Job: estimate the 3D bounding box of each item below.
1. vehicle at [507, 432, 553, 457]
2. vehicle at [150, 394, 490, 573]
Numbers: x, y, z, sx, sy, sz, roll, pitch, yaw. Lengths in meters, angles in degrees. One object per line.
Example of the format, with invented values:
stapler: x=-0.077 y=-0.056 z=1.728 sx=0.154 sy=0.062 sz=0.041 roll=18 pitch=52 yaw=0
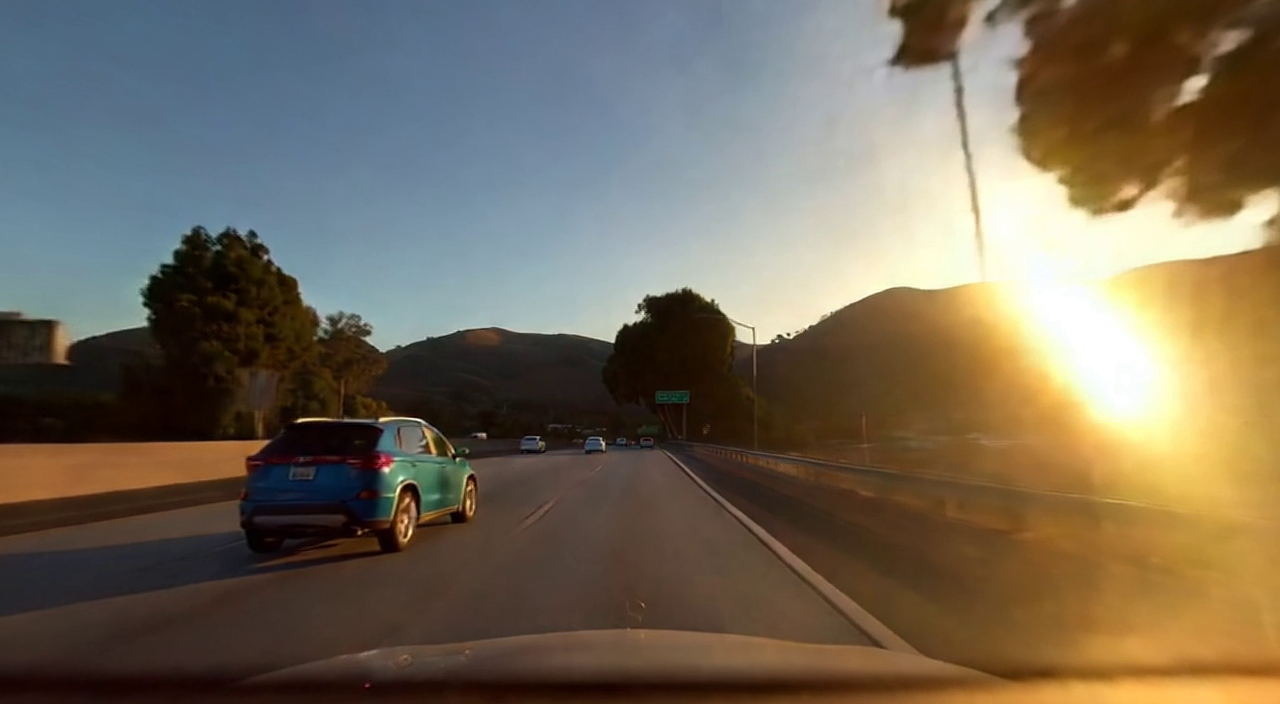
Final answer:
vehicle: x=-7.014 y=5.970 z=40.730 sx=1.963 sy=1.476 sz=4.739 roll=-1 pitch=-8 yaw=2
vehicle: x=-3.644 y=1.586 z=8.395 sx=2.138 sy=1.718 sz=4.415 roll=-1 pitch=-8 yaw=1
